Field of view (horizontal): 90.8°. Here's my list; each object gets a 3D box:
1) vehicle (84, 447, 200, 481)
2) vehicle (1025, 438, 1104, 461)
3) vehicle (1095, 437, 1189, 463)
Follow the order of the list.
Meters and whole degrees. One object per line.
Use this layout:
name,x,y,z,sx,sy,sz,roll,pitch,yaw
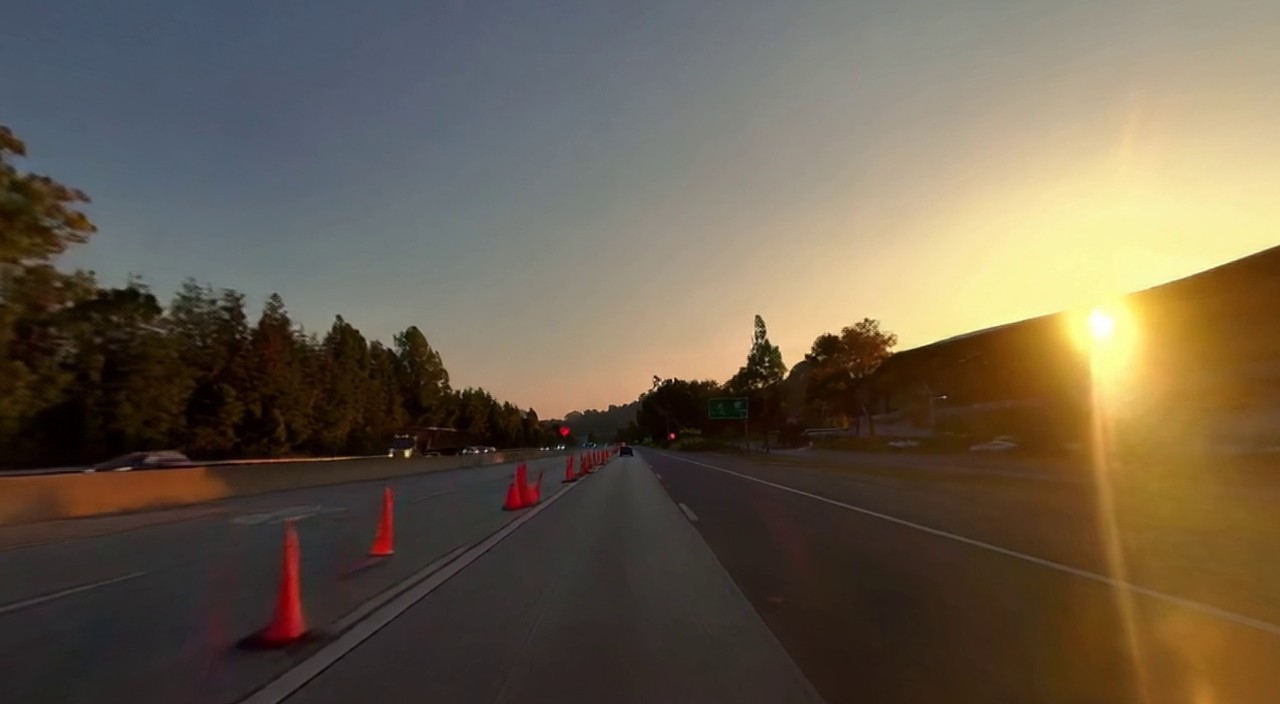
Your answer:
vehicle,-24.342,5.477,31.172,1.927,1.547,4.724,0,-9,-1
vehicle,30.220,6.962,45.103,4.160,1.547,1.986,0,-9,-1
vehicle,29.573,5.784,37.305,3.869,1.464,1.920,0,-9,-1
